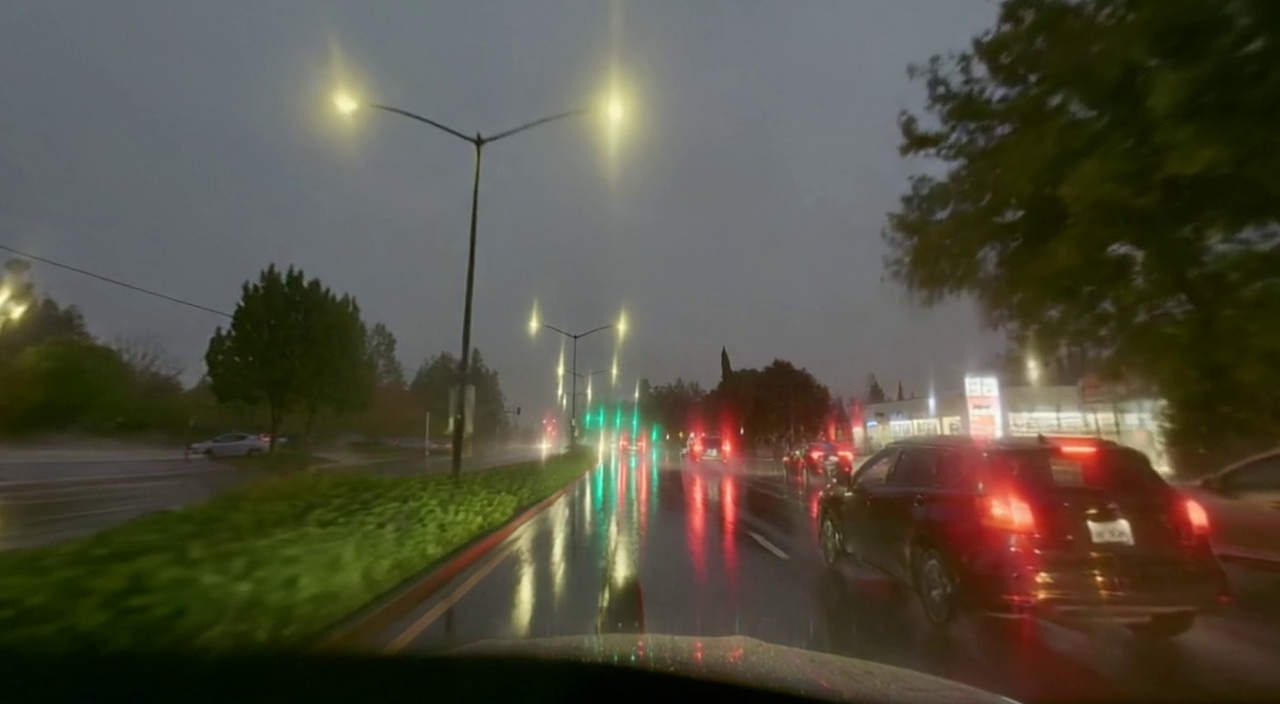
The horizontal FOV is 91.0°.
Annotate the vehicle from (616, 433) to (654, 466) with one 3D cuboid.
[{"bbox_3d":[-0.339,5.599,36.254,2.051,1.798,4.168,0,-8,-3],"label":"vehicle"}]

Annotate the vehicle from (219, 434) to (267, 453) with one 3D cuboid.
[{"bbox_3d":[-30.900,7.160,49.099,1.744,1.433,3.823,1,-8,-9],"label":"vehicle"}]

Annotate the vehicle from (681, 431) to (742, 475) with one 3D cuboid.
[{"bbox_3d":[3.023,4.406,27.555,2.000,1.745,4.206,0,-8,-3],"label":"vehicle"}]

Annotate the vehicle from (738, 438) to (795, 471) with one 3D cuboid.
[{"bbox_3d":[6.624,5.413,33.473,1.954,1.606,4.423,0,-8,-2],"label":"vehicle"}]

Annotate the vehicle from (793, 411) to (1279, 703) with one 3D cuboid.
[{"bbox_3d":[2.832,1.345,5.329,1.883,1.452,4.258,0,-8,-2],"label":"vehicle"}]
